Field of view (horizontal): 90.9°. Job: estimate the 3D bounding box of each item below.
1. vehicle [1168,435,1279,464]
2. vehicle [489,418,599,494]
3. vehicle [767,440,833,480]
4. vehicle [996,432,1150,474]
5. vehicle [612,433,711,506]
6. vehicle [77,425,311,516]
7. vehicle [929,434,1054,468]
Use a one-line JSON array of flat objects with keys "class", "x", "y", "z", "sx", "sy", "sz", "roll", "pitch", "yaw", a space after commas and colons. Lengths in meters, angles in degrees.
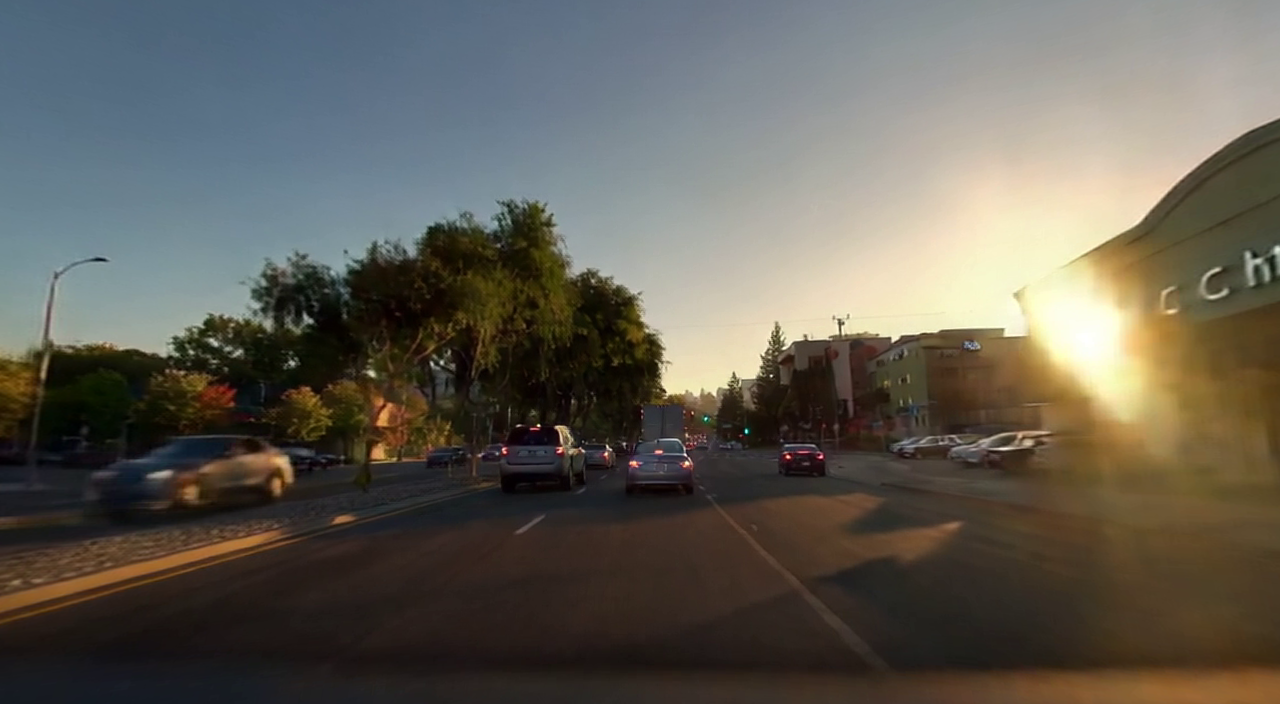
[{"class": "vehicle", "x": 32.085, "y": 5.320, "z": 34.370, "sx": 1.903, "sy": 1.447, "sz": 4.820, "roll": 1, "pitch": -9, "yaw": -11}, {"class": "vehicle", "x": -2.655, "y": 3.068, "z": 18.950, "sx": 2.289, "sy": 1.935, "sz": 5.227, "roll": -1, "pitch": -8, "yaw": 2}, {"class": "vehicle", "x": 6.462, "y": 4.382, "z": 25.924, "sx": 1.900, "sy": 1.507, "sz": 4.151, "roll": -1, "pitch": -8, "yaw": 5}, {"class": "vehicle", "x": 16.202, "y": 3.781, "z": 23.766, "sx": 4.323, "sy": 1.496, "sz": 1.937, "roll": 0, "pitch": -8, "yaw": 0}, {"class": "vehicle", "x": 0.420, "y": 2.755, "z": 15.232, "sx": 2.061, "sy": 1.494, "sz": 4.079, "roll": 0, "pitch": -8, "yaw": -1}, {"class": "vehicle", "x": -8.612, "y": 2.304, "z": 12.732, "sx": 1.795, "sy": 1.508, "sz": 4.057, "roll": 0, "pitch": -8, "yaw": -1}, {"class": "vehicle", "x": 15.627, "y": 4.410, "z": 28.184, "sx": 4.436, "sy": 1.466, "sz": 1.875, "roll": 0, "pitch": -8, "yaw": -2}]
